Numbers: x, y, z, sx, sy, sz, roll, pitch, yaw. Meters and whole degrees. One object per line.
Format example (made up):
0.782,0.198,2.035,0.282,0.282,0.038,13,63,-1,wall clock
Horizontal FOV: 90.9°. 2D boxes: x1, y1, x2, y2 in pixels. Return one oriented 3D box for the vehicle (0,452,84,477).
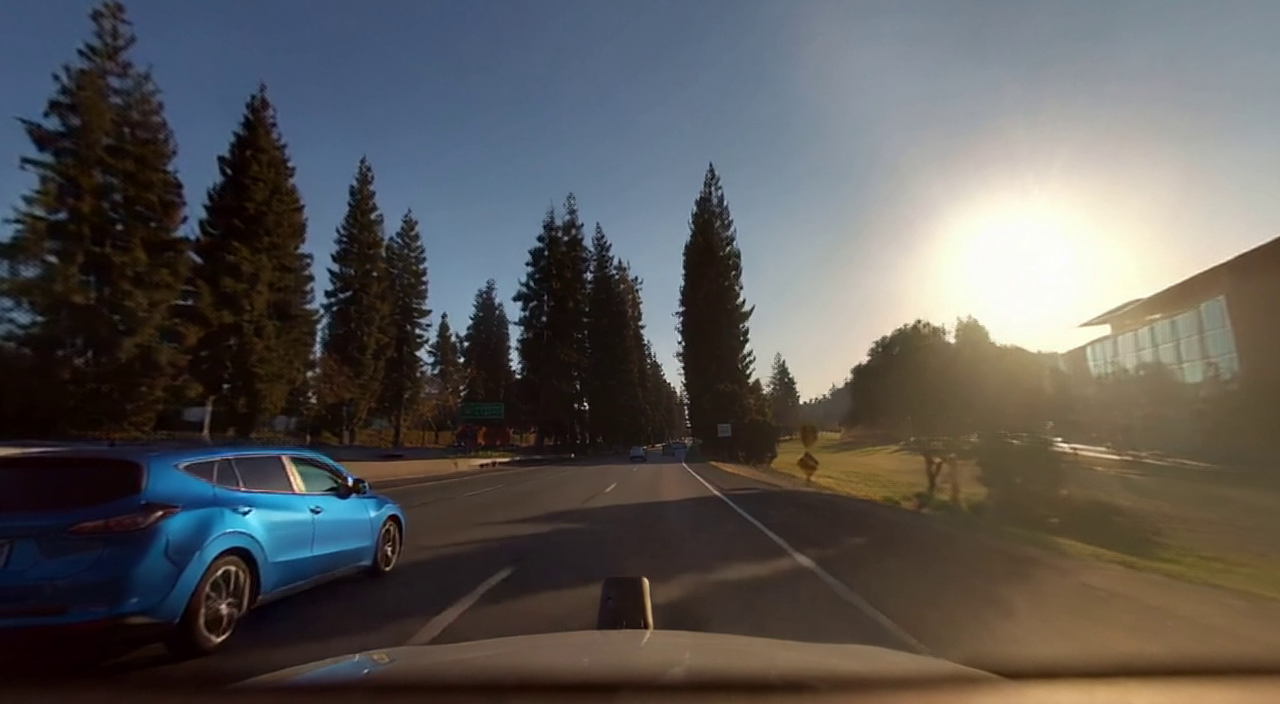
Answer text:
-42.598,7.945,44.735,1.821,1.533,4.521,-2,-8,8,vehicle
